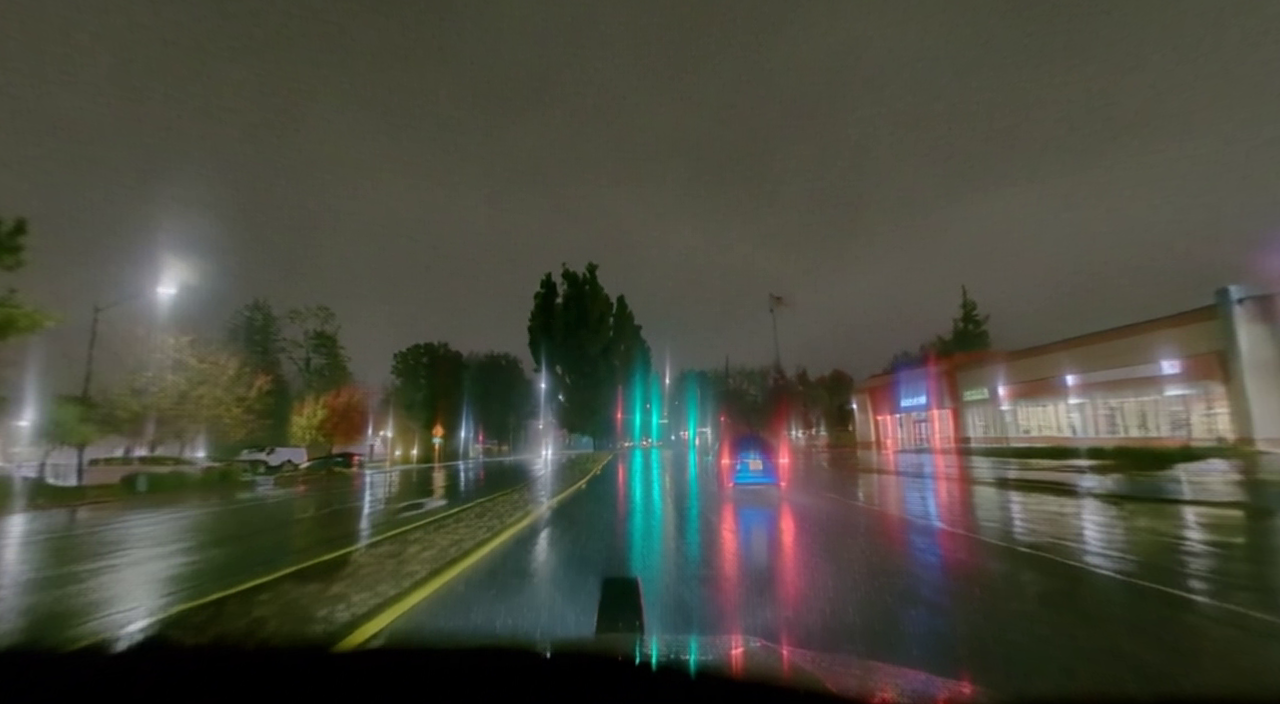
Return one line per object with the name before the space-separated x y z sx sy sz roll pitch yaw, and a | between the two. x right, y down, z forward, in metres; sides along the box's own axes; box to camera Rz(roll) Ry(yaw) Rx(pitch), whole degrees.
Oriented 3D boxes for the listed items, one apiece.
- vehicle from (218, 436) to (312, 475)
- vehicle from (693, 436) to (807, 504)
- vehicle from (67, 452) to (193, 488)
vehicle | -28.309 7.808 47.632 5.802 2.743 2.245 5 -10 -32
vehicle | 2.601 2.912 16.036 2.015 1.479 4.444 0 -9 -1
vehicle | -28.069 6.479 34.890 5.029 1.760 2.153 5 -10 -30
